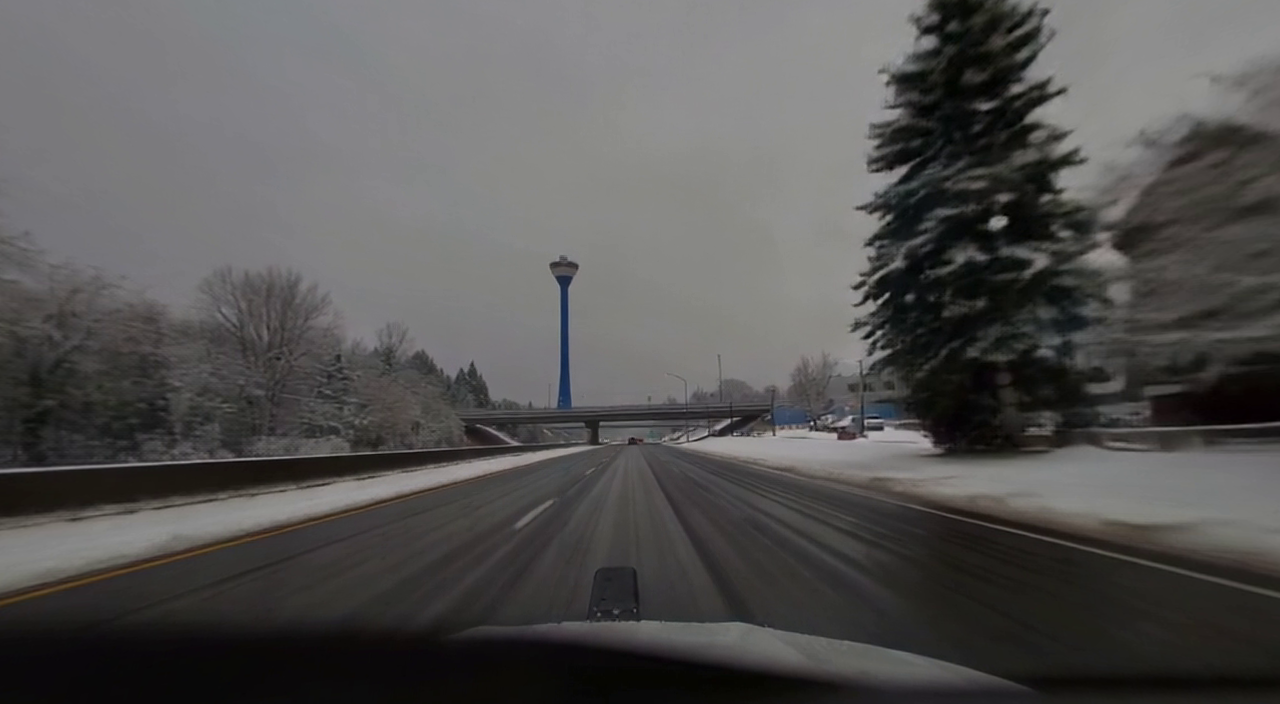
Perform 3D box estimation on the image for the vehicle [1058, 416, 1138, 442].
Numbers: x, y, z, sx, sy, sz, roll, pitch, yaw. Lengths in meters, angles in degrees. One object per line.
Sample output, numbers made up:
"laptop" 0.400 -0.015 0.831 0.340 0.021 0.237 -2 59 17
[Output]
"vehicle" 29.695 5.056 41.027 1.970 1.474 4.550 -5 -8 4
